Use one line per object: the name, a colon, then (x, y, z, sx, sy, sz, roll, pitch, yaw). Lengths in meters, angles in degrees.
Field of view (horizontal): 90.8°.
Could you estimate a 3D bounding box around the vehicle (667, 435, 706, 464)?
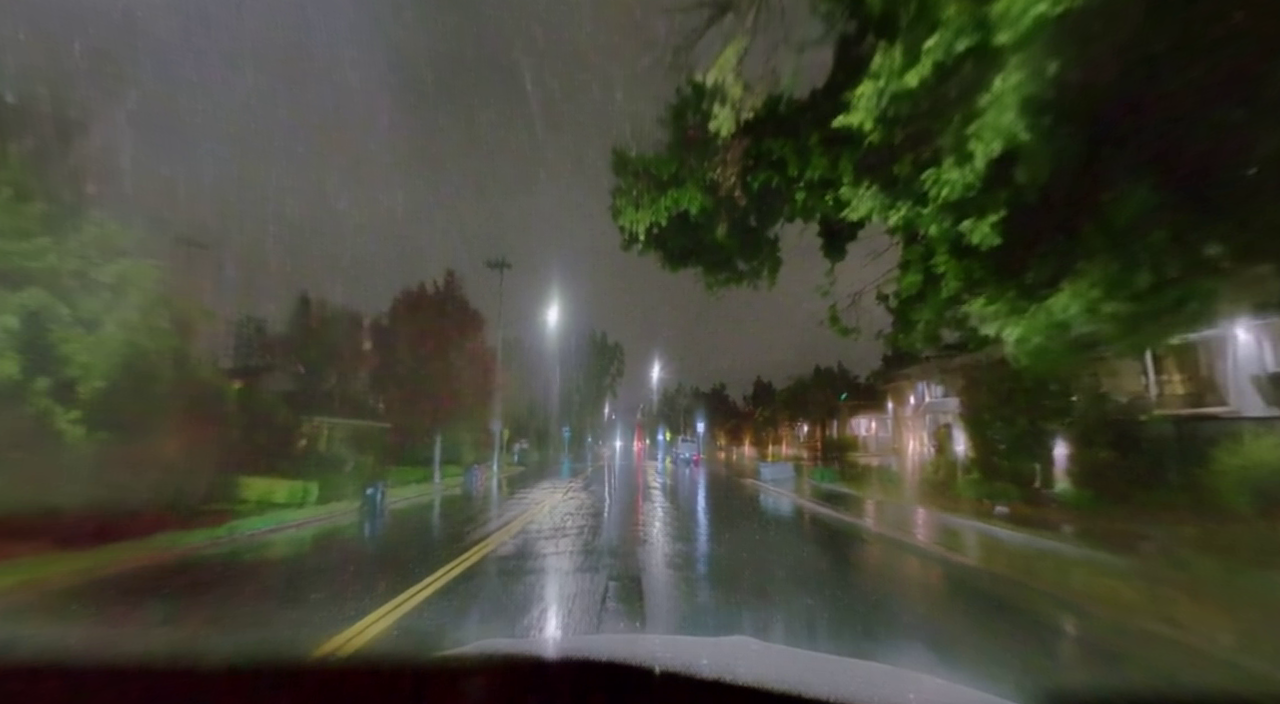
vehicle: (2.826, 6.076, 39.458, 2.086, 1.726, 4.384, 0, -9, -1)
